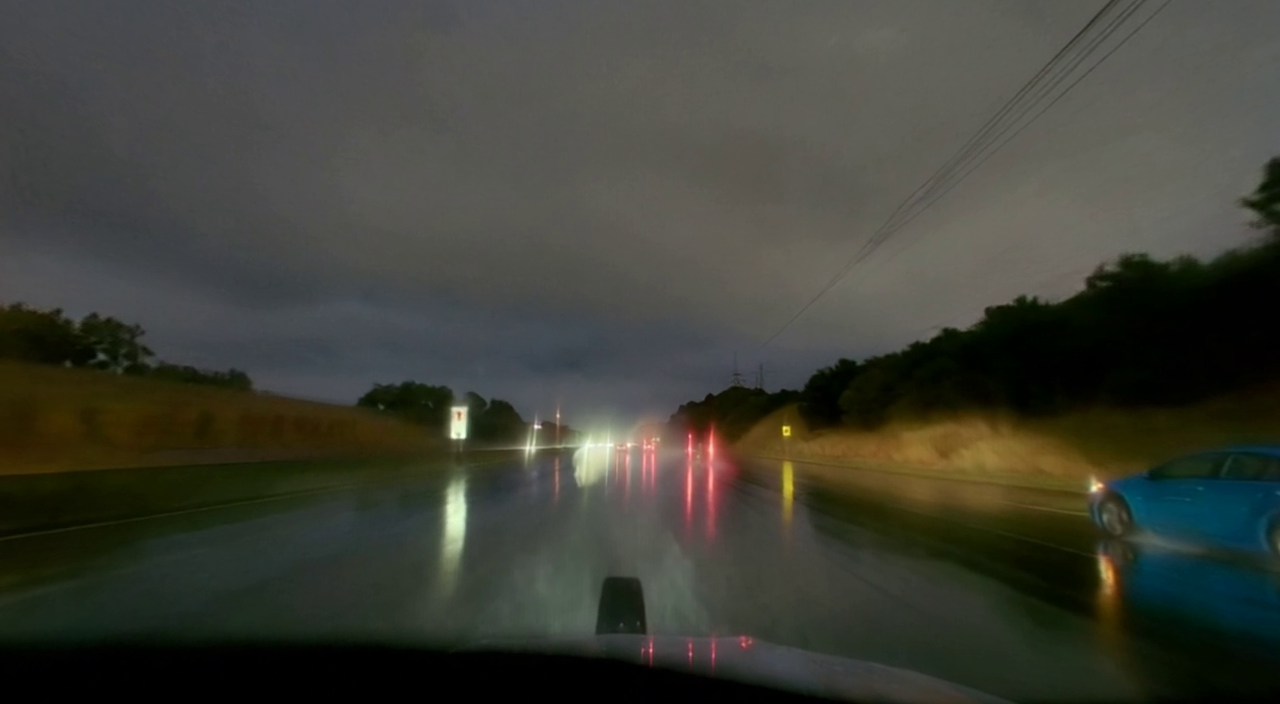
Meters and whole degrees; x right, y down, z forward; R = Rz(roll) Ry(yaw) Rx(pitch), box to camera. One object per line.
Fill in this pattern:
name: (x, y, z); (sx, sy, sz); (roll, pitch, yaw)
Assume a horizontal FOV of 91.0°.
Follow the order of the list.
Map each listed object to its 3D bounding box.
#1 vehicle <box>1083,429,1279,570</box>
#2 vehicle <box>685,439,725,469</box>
vehicle: (8.103, 1.740, 7.634); (1.970, 1.545, 4.818); (0, -8, 0)
vehicle: (4.072, 6.499, 40.186); (2.159, 1.782, 4.673); (0, -9, 1)
